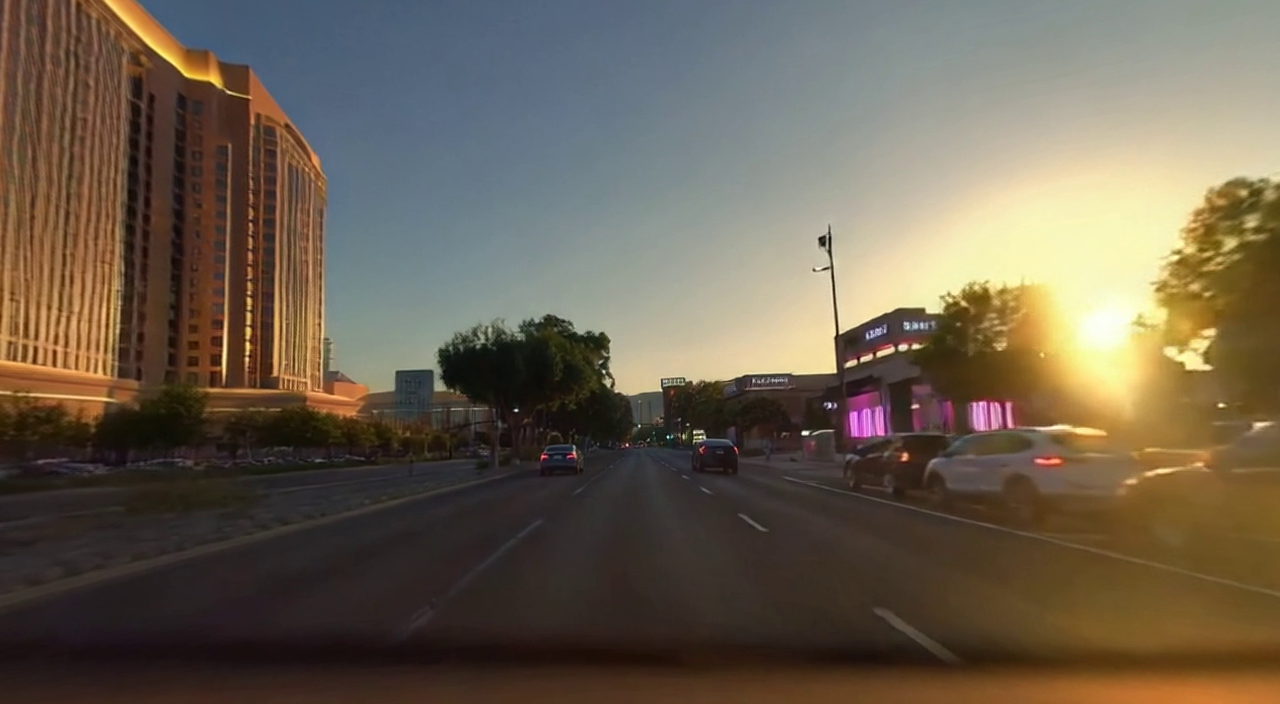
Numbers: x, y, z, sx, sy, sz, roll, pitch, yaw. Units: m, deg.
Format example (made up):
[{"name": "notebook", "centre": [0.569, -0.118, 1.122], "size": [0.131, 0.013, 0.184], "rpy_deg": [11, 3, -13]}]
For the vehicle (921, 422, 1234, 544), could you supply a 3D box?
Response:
[{"name": "vehicle", "centre": [6.800, 2.060, 10.565], "size": [2.078, 1.597, 4.289], "rpy_deg": [0, -8, -1]}]

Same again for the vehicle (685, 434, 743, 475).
[{"name": "vehicle", "centre": [3.384, 4.770, 29.527], "size": [2.083, 1.743, 4.354], "rpy_deg": [0, -8, -1]}]

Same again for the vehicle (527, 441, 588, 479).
[{"name": "vehicle", "centre": [-3.387, 4.499, 26.556], "size": [2.005, 1.477, 4.169], "rpy_deg": [0, -8, 0]}]

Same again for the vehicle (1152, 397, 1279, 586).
[{"name": "vehicle", "centre": [7.008, 1.197, 5.138], "size": [2.039, 1.749, 4.193], "rpy_deg": [0, -8, -1]}]

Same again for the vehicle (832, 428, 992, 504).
[{"name": "vehicle", "centre": [6.828, 2.902, 16.550], "size": [1.950, 1.678, 4.985], "rpy_deg": [0, -8, 0]}]
